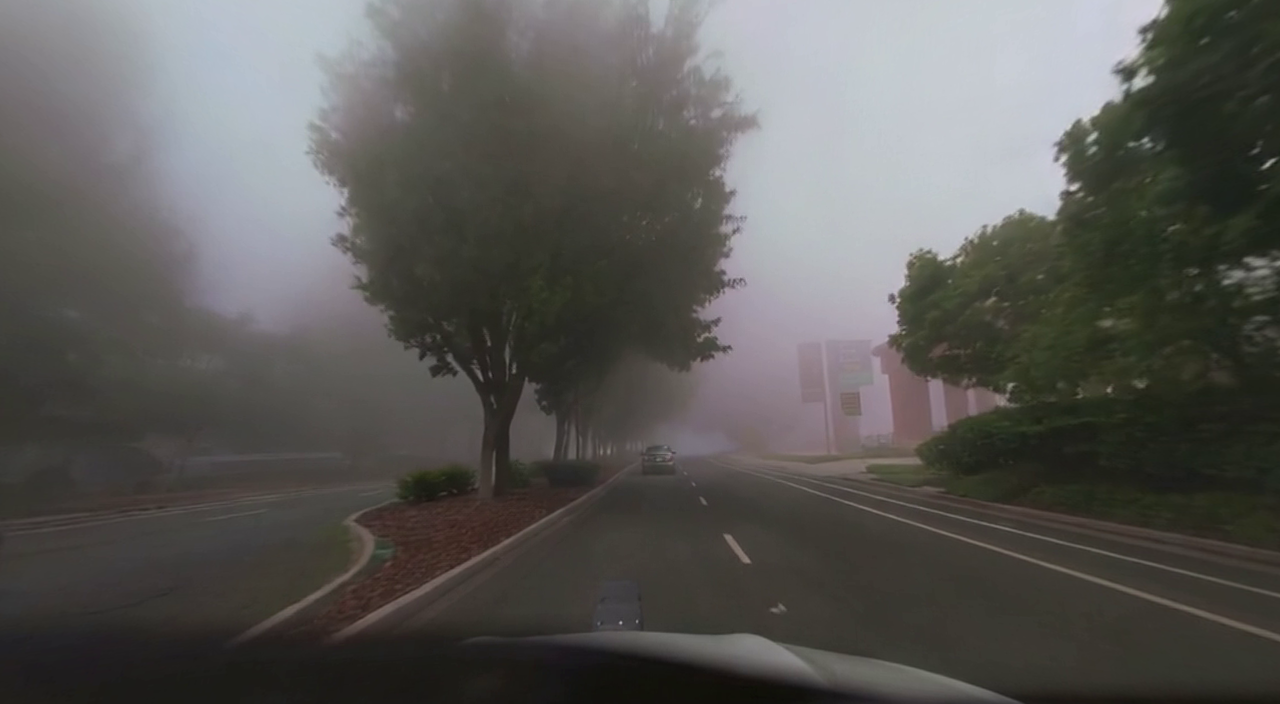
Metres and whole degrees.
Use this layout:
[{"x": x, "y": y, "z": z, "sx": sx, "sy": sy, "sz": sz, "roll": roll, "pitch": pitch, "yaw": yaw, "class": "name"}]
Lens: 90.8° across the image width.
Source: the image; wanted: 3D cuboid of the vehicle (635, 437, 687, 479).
[{"x": 0.930, "y": 4.680, "z": 28.170, "sx": 2.123, "sy": 1.703, "sz": 4.292, "roll": -1, "pitch": -8, "yaw": 2, "class": "vehicle"}]
